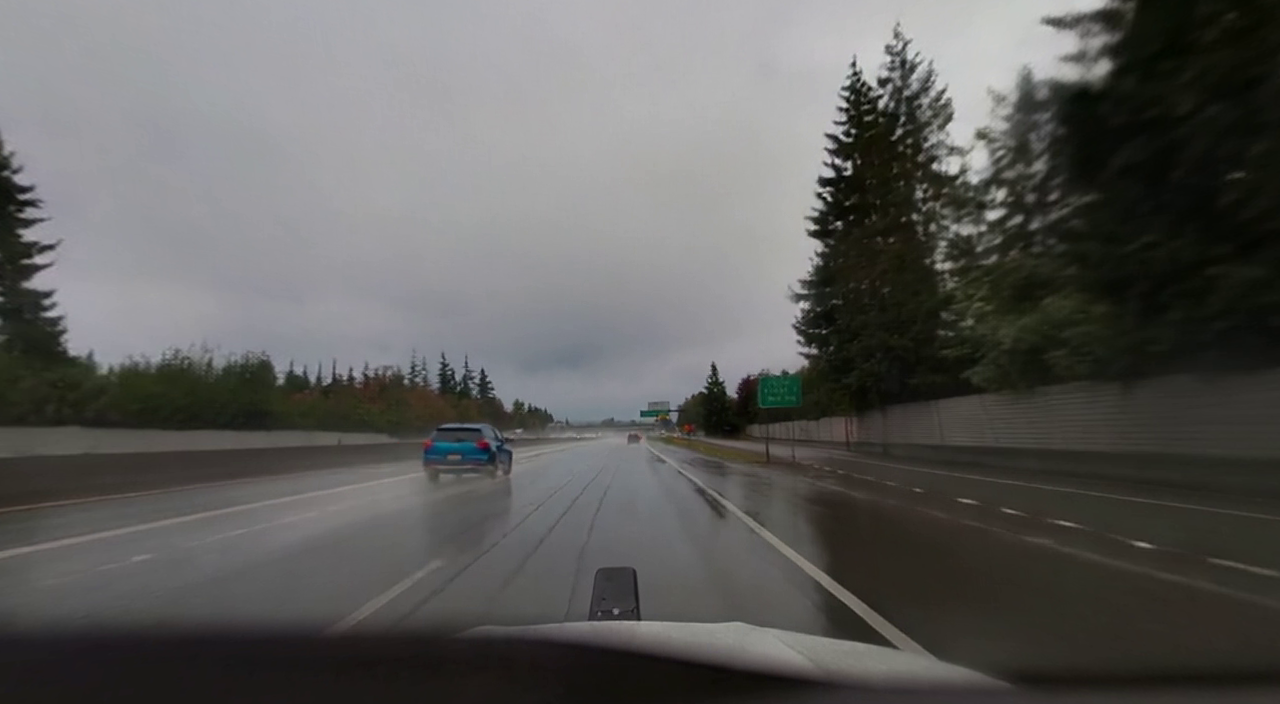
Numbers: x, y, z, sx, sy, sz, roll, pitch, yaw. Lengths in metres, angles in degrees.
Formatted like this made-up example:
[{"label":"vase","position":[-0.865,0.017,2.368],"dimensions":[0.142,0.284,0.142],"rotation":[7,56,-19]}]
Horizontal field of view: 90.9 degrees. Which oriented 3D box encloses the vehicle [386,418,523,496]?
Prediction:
[{"label":"vehicle","position":[-4.350,2.507,15.607],"dimensions":[2.129,1.641,4.263],"rotation":[0,-7,-1]}]
